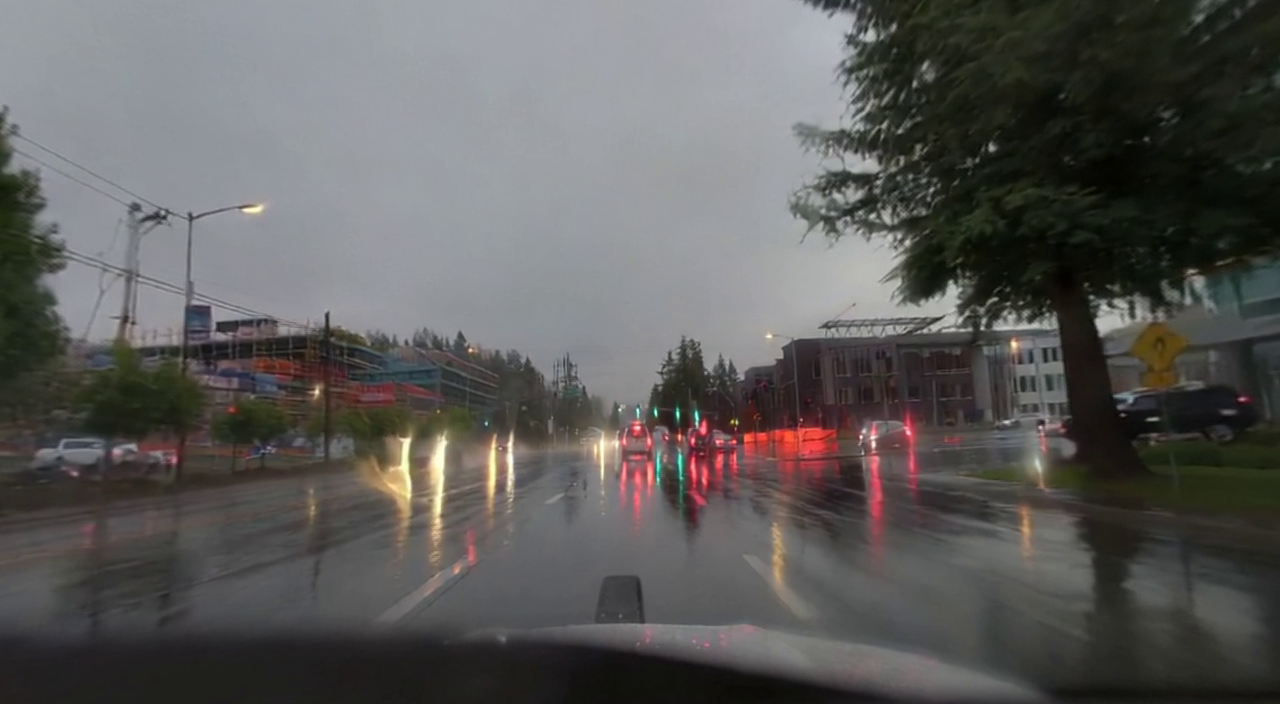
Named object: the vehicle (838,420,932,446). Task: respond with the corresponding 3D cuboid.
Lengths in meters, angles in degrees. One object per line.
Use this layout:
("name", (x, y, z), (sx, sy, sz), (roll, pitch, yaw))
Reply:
("vehicle", (15.005, 5.003, 38.663), (4.986, 1.467, 2.025), (-6, -10, 34))

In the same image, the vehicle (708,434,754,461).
("vehicle", (5.297, 5.606, 37.143), (2.145, 1.503, 4.267), (0, -8, 1))

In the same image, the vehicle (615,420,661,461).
("vehicle", (-0.164, 5.004, 35.421), (2.350, 2.122, 5.801), (0, -8, -1))

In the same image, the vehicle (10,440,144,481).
("vehicle", (-27.942, 5.335, 31.362), (2.023, 1.885, 4.626), (-8, -11, 42))

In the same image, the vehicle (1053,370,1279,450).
("vehicle", (16.029, 1.868, 19.001), (5.631, 2.106, 2.298), (-6, -11, 38))
